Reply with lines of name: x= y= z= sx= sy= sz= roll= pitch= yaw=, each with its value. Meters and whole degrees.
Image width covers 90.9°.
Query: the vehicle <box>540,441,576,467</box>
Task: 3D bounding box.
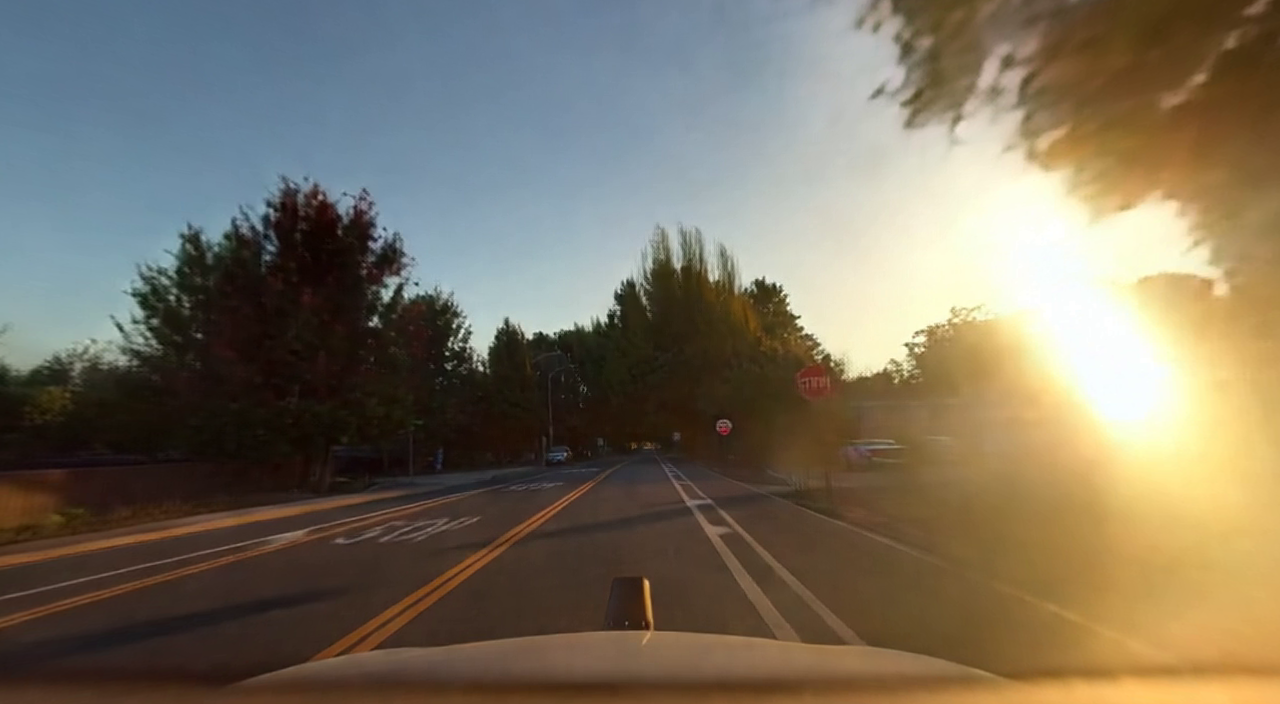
vehicle: x=-6.026 y=7.581 z=46.592 sx=1.992 sy=1.797 sz=4.372 roll=-1 pitch=-10 yaw=1
